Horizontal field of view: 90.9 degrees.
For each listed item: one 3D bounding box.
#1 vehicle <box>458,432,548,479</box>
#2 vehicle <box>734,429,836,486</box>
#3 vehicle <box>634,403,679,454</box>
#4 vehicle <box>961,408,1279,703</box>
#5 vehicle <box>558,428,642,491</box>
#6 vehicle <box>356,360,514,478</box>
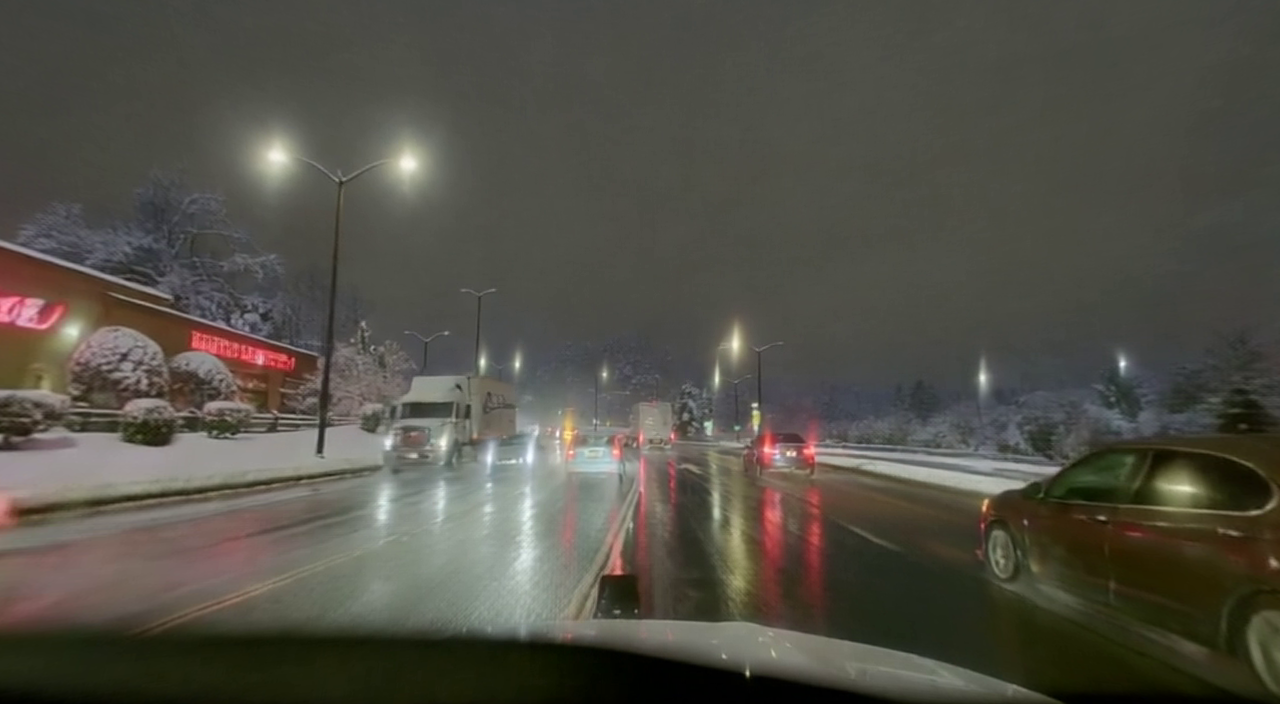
[{"bbox_3d":[-4.499,3.458,21.423,1.964,1.428,4.481,0,-8,1],"label":"vehicle"},{"bbox_3d":[4.095,3.022,18.480,1.889,1.480,3.876,1,-8,-3],"label":"vehicle"},{"bbox_3d":[1.096,5.674,46.350,2.917,3.482,6.946,0,-8,-2],"label":"vehicle"},{"bbox_3d":[3.863,1.034,3.221,2.081,1.434,4.833,0,-8,3],"label":"vehicle"},{"bbox_3d":[-0.986,2.801,16.787,1.991,1.472,3.518,0,-8,-1],"label":"vehicle"},{"bbox_3d":[-7.703,2.859,25.683,2.986,3.821,10.059,0,-8,0],"label":"vehicle"}]
